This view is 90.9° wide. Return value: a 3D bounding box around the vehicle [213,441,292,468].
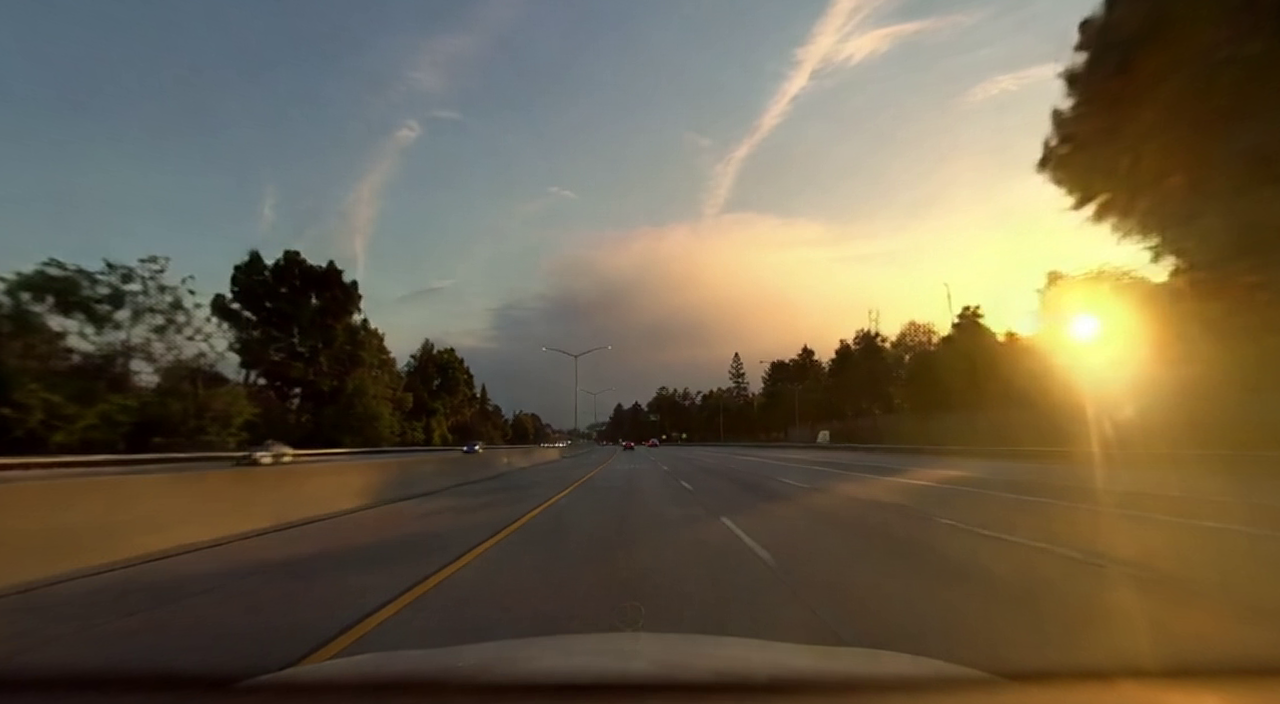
[{"bbox_3d":[-22.833,6.038,37.343,1.992,1.434,4.171,0,-8,0],"label":"vehicle"}]
